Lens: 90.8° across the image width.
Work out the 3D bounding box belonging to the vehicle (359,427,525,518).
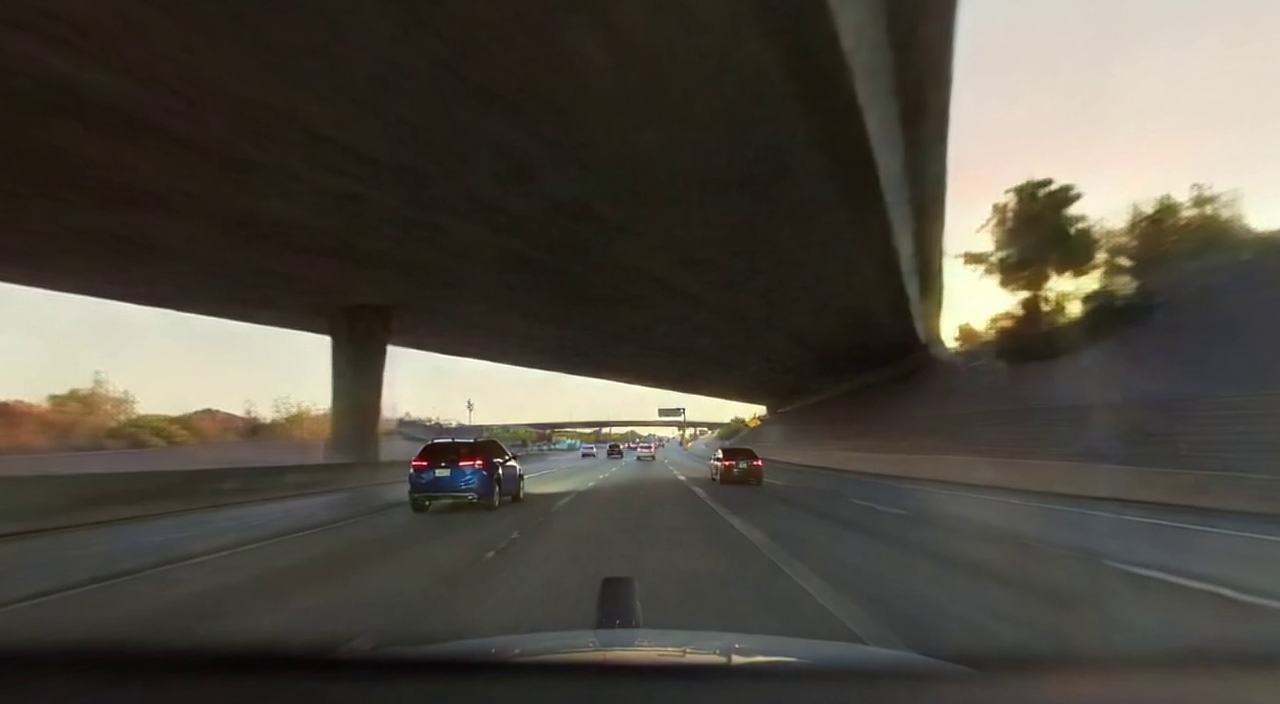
[{"bbox_3d":[-3.995,2.495,13.611,2.193,1.641,4.077,0,-8,1],"label":"vehicle"}]

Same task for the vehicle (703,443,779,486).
[{"bbox_3d":[3.693,4.174,23.886,2.083,1.453,4.307,0,-8,-1],"label":"vehicle"}]
